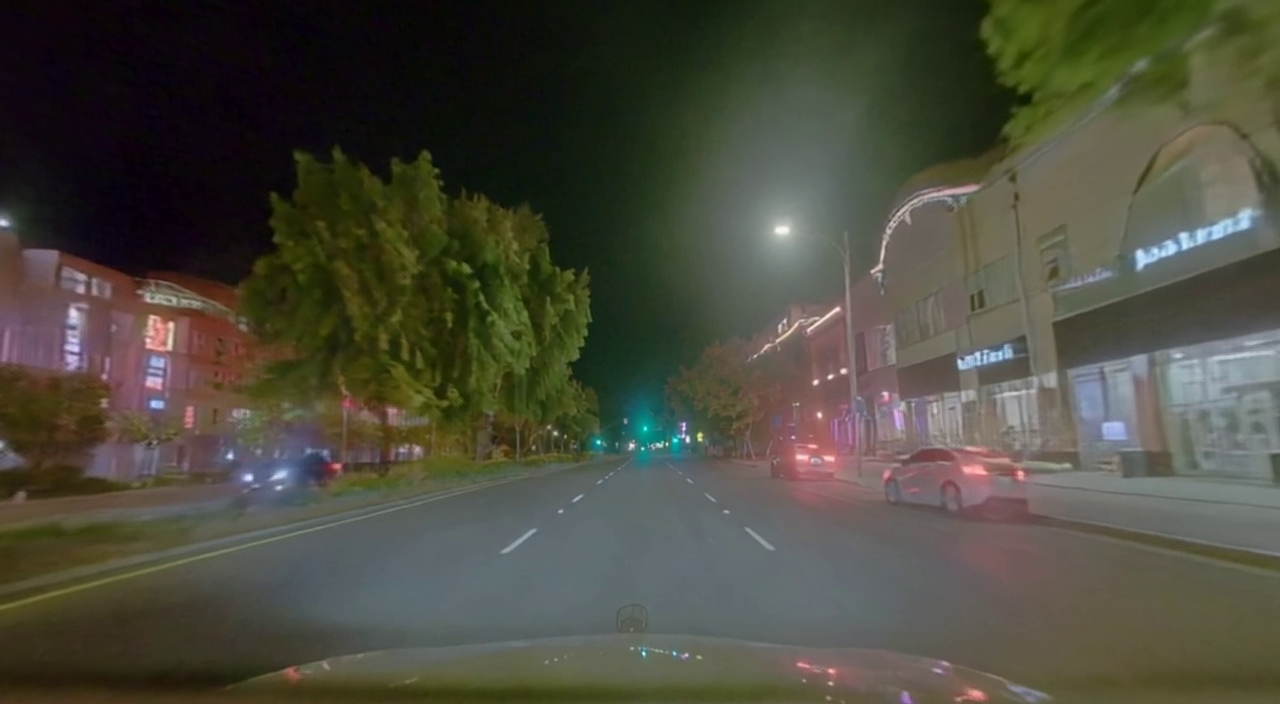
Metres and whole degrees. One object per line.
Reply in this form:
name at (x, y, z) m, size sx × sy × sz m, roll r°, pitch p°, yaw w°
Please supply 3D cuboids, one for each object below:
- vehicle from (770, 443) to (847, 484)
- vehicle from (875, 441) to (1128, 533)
vehicle at (6.844, 4.547, 26.133) m, size 1.923 × 1.498 × 4.676 m, roll 0°, pitch -8°, yaw 1°
vehicle at (6.791, 2.561, 12.731) m, size 2.119 × 1.458 × 4.965 m, roll 1°, pitch -9°, yaw -1°
